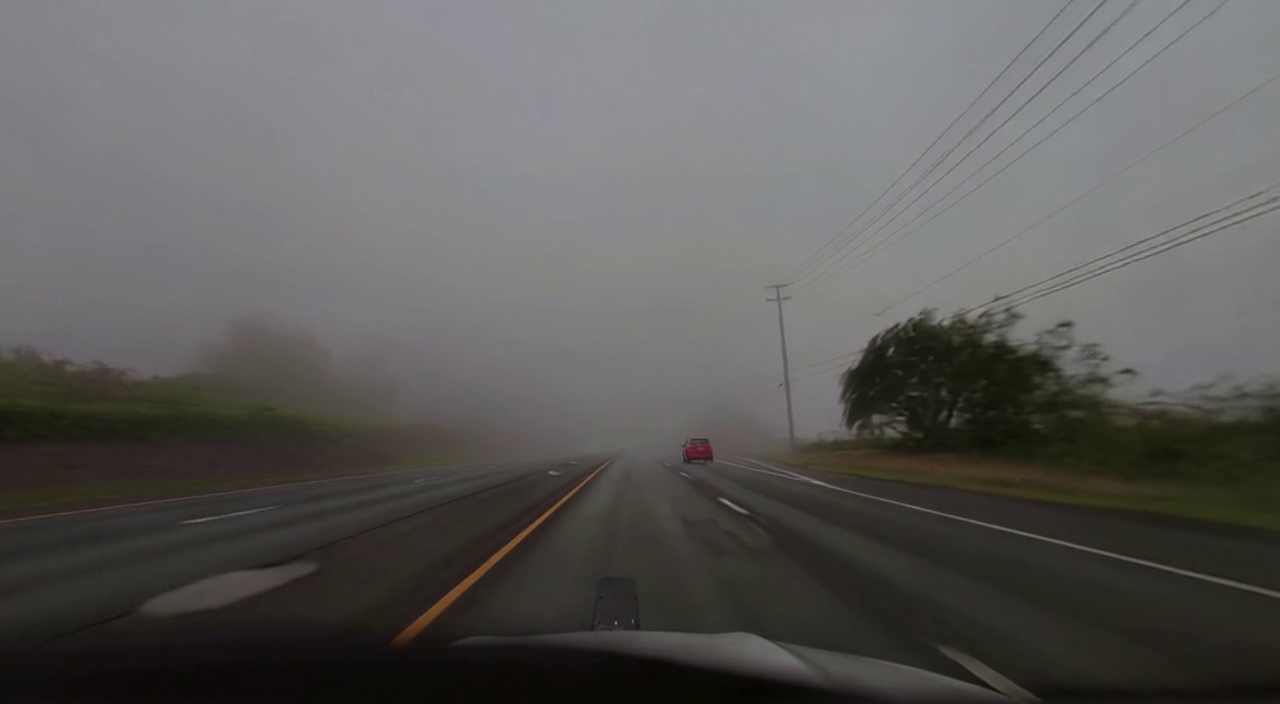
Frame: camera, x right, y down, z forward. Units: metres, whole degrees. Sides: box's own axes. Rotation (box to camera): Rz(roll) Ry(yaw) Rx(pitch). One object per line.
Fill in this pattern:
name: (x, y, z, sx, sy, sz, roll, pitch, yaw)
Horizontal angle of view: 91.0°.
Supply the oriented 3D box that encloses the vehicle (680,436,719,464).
vehicle: (3.587, 5.979, 38.555, 1.977, 1.581, 4.428, -1, -8, 0)
